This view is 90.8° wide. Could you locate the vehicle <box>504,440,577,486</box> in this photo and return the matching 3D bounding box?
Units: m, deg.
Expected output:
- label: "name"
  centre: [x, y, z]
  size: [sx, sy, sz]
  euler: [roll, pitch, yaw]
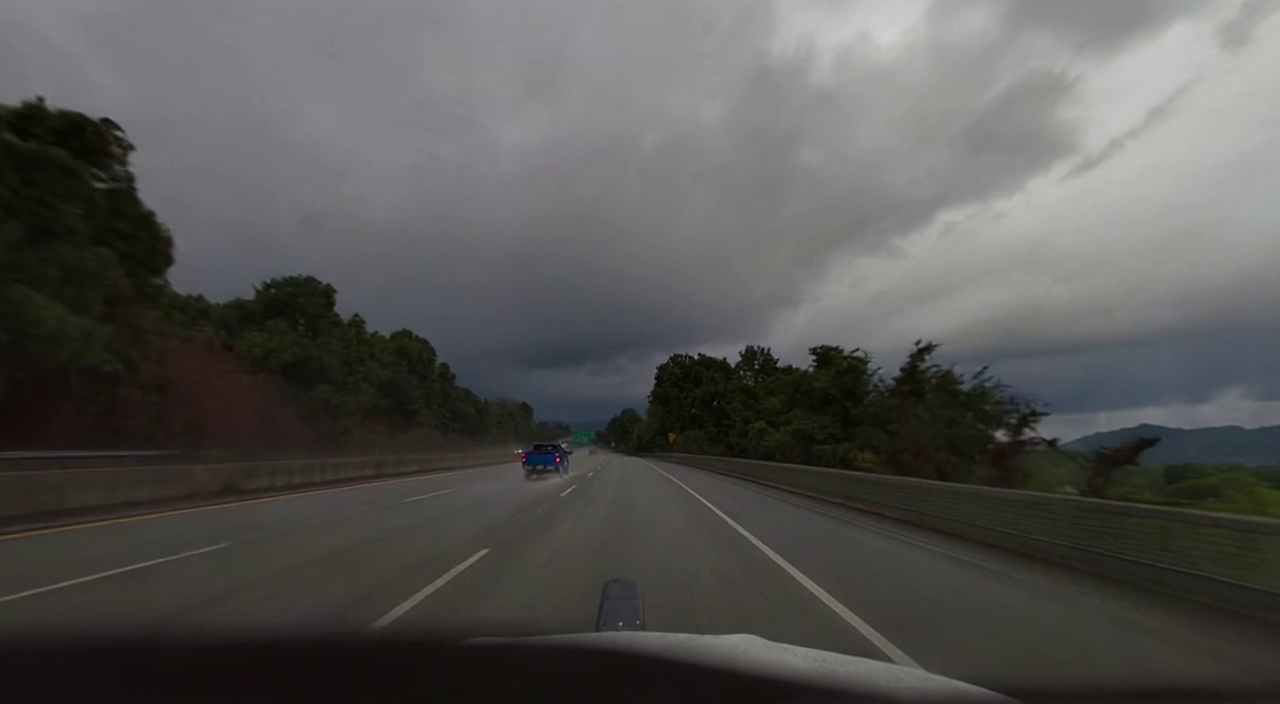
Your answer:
- label: "vehicle"
  centre: [-3.990, 4.563, 26.208]
  size: [2.279, 1.683, 4.726]
  euler: [0, -9, -1]
